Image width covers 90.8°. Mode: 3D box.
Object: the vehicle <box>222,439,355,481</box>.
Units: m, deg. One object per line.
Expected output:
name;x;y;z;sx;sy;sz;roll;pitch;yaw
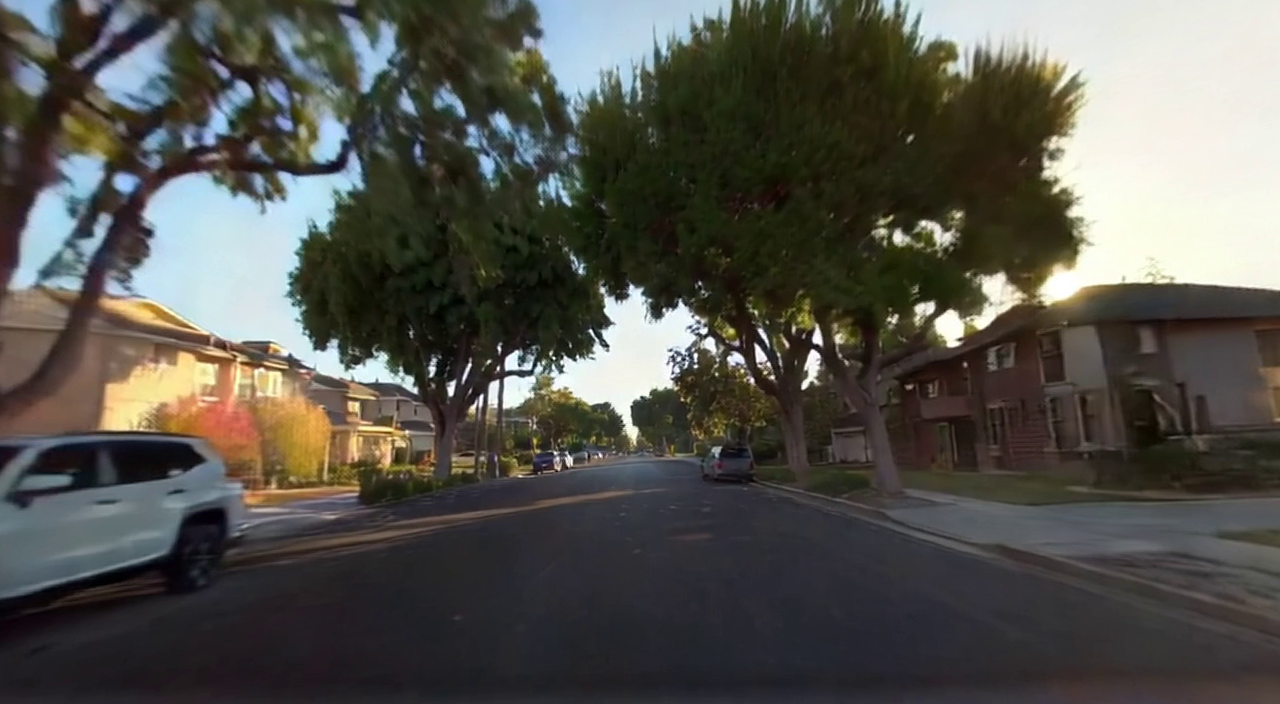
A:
vehicle;-15.332;4.725;27.768;4.530;1.777;2.107;0;-9;-3

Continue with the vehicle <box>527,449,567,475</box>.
vehicle;-6.077;7.234;41.785;1.944;1.621;4.187;-1;-9;1

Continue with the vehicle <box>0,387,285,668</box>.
vehicle;-5.711;1.425;5.637;2.341;1.942;5.044;0;-9;-3

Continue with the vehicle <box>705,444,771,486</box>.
vehicle;4.023;4.715;26.738;1.996;1.585;4.371;0;-9;-1
